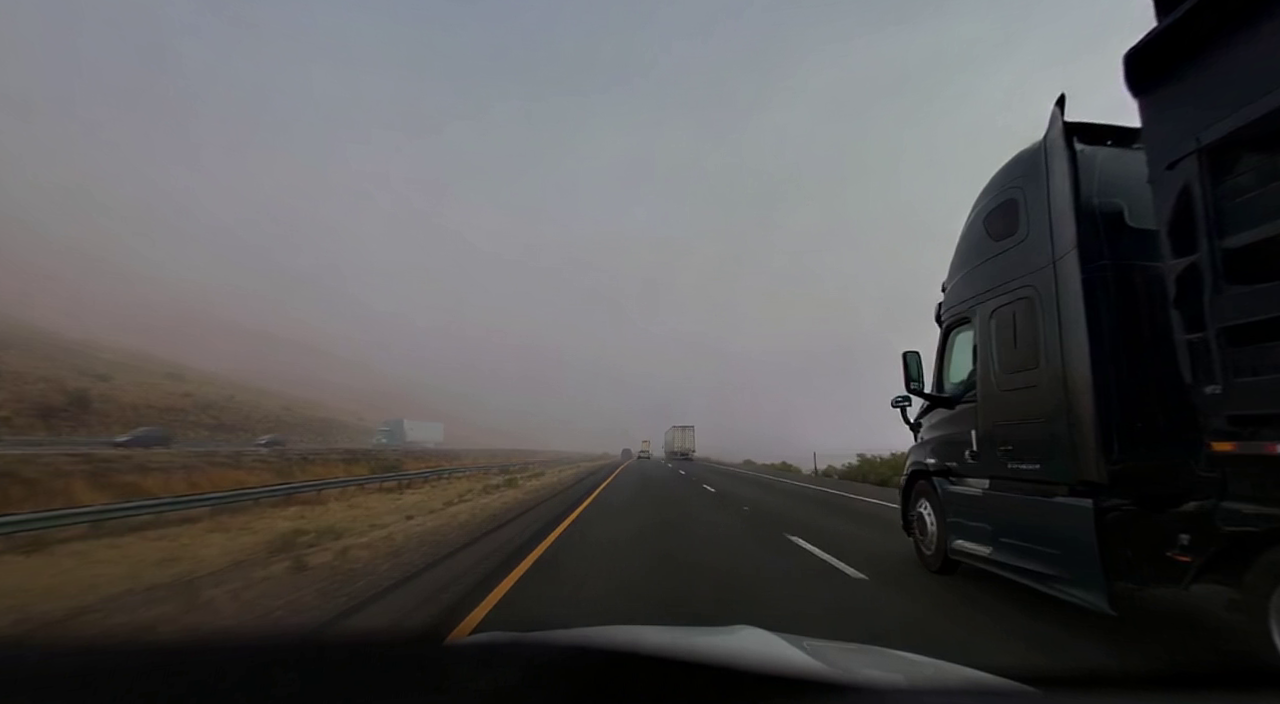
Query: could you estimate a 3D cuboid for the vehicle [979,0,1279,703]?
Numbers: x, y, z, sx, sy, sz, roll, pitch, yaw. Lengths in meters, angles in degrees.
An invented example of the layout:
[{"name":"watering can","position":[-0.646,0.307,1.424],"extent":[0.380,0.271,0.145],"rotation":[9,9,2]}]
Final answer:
[{"name":"vehicle","position":[4.396,-0.613,0.836],"extent":[3.062,4.050,9.094],"rotation":[0,-9,3]}]
